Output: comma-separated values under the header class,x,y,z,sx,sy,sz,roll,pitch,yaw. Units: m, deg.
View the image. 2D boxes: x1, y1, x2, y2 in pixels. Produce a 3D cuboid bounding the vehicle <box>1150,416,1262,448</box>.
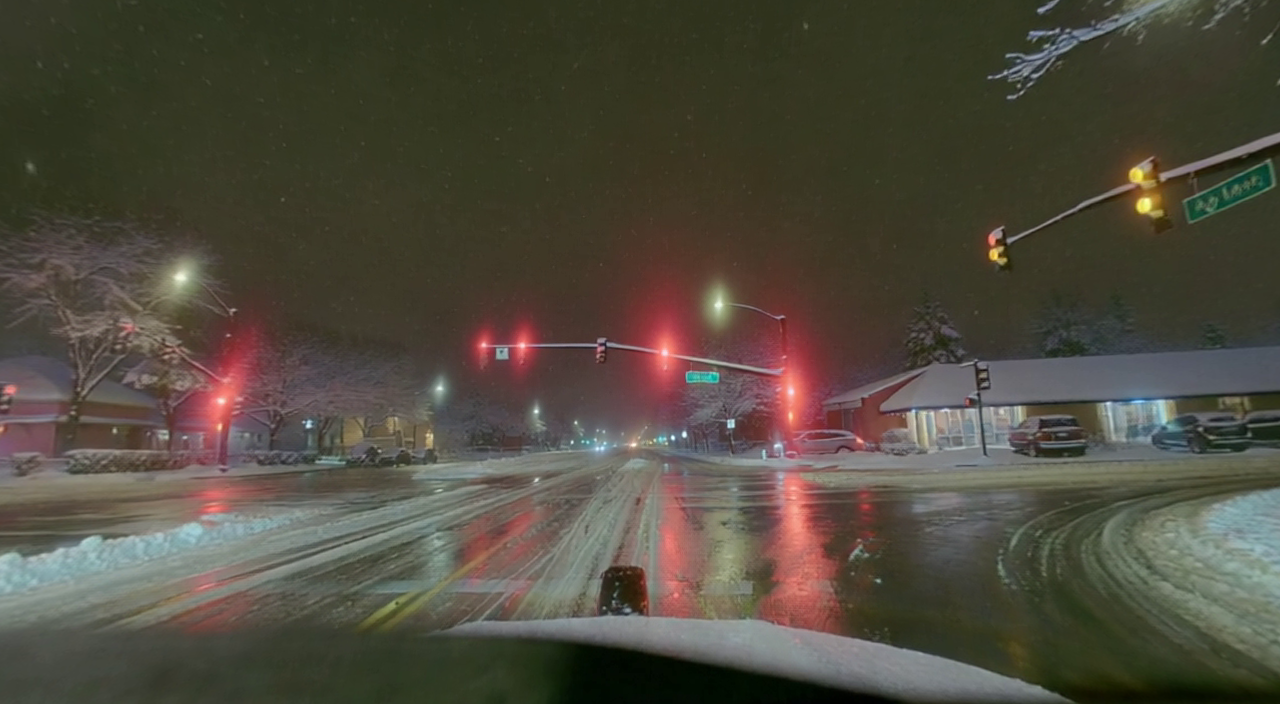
class,x,y,z,sx,sy,sz,roll,pitch,yaw
vehicle,28.274,4.073,31.712,1.799,1.459,4.266,0,-8,3
